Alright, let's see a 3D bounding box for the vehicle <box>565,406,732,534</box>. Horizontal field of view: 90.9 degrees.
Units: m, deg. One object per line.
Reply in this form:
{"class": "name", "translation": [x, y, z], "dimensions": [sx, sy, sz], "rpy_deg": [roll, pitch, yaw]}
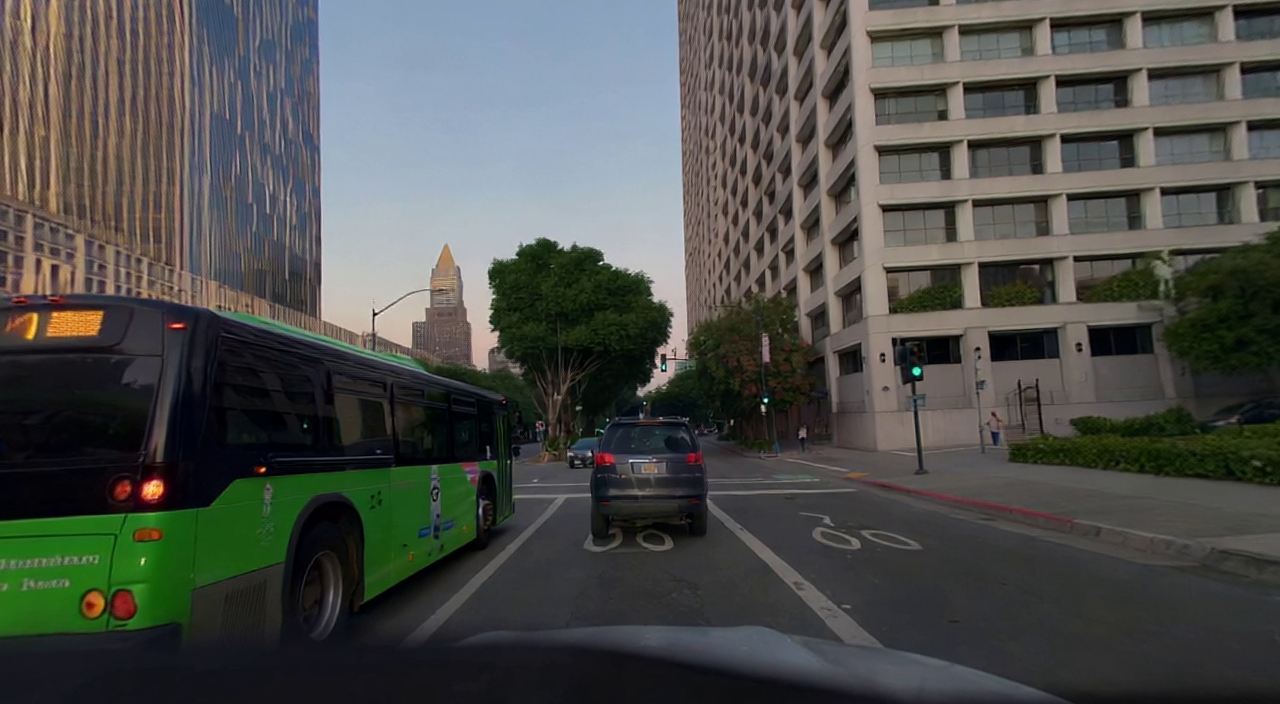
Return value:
{"class": "vehicle", "translation": [0.140, 2.109, 11.736], "dimensions": [2.500, 1.912, 4.270], "rpy_deg": [0, -9, 0]}

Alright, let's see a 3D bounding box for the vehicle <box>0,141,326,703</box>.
{"class": "vehicle", "translation": [-2.753, 0.335, 0.218], "dimensions": [2.329, 2.089, 5.659], "rpy_deg": [0, -9, 0]}

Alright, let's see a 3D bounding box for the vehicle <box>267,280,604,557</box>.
{"class": "vehicle", "translation": [-2.886, 1.798, 14.633], "dimensions": [3.042, 3.445, 13.615], "rpy_deg": [0, -9, 1]}

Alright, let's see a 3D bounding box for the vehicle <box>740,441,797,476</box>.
{"class": "vehicle", "translation": [6.128, 5.101, 30.481], "dimensions": [1.919, 1.529, 4.059], "rpy_deg": [0, -9, 0]}
